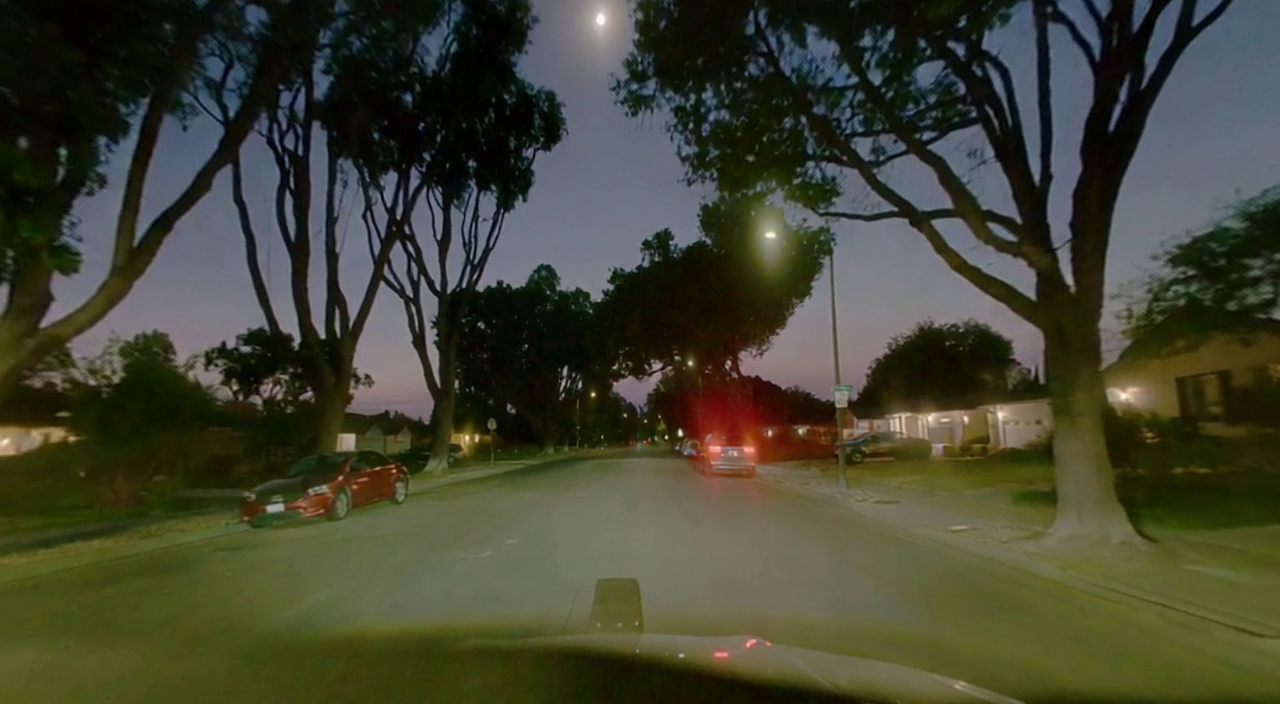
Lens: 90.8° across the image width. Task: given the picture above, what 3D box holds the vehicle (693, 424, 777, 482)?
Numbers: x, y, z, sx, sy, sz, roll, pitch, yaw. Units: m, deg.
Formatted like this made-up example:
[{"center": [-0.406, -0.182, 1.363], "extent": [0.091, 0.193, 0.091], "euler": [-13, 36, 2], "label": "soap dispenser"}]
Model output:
[{"center": [3.316, 3.656, 23.243], "extent": [2.241, 1.875, 5.059], "euler": [0, -8, -1], "label": "vehicle"}]

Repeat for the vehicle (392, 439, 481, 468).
[{"center": [-12.847, 6.411, 40.045], "extent": [4.928, 1.797, 1.981], "euler": [0, -8, 2], "label": "vehicle"}]

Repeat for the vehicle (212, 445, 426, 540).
[{"center": [-6.268, 2.732, 13.032], "extent": [2.099, 1.399, 4.357], "euler": [-4, -7, 1], "label": "vehicle"}]

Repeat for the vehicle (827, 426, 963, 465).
[{"center": [10.608, 3.955, 26.736], "extent": [5.041, 1.486, 1.969], "euler": [-3, -9, 14], "label": "vehicle"}]
